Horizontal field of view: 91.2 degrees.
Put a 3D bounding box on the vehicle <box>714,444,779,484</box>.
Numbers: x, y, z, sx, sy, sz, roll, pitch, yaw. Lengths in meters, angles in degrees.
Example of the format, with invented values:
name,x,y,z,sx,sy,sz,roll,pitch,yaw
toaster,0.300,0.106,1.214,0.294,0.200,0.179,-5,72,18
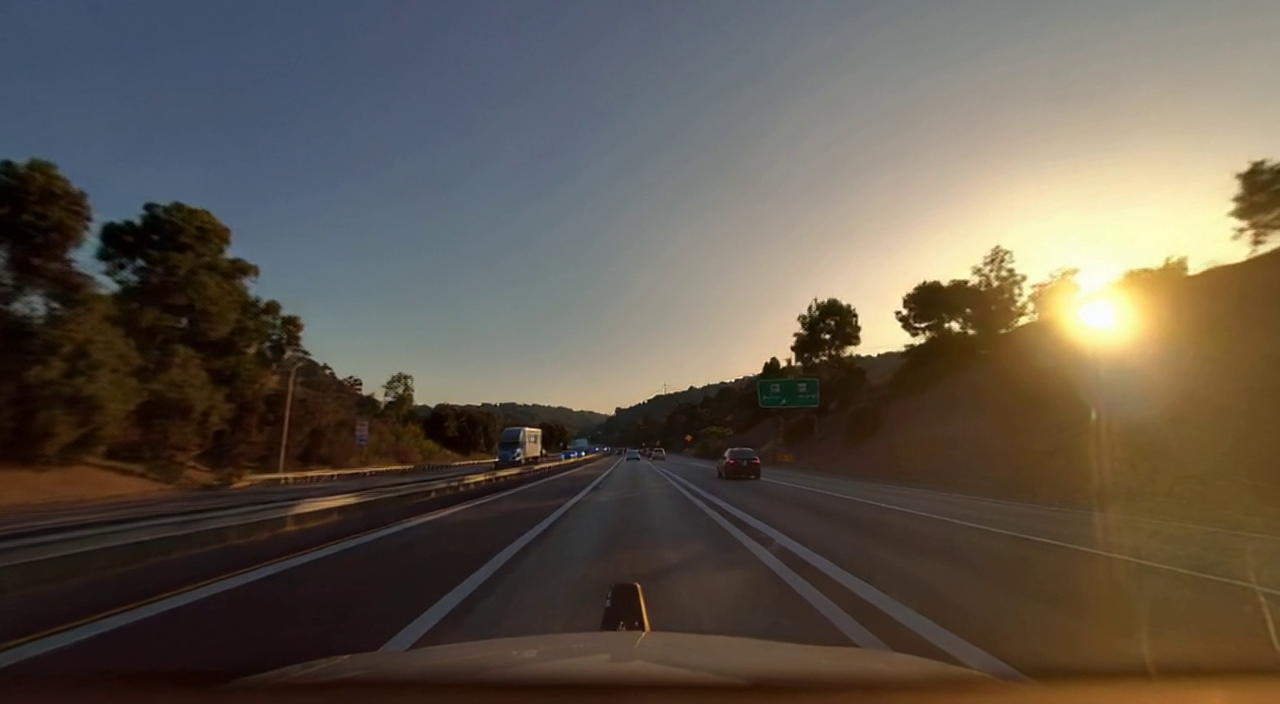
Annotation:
name,x,y,z,sx,sy,sz,roll,pitch,yaw
vehicle,4.259,4.561,25.649,1.917,1.488,3.693,0,-9,-1
